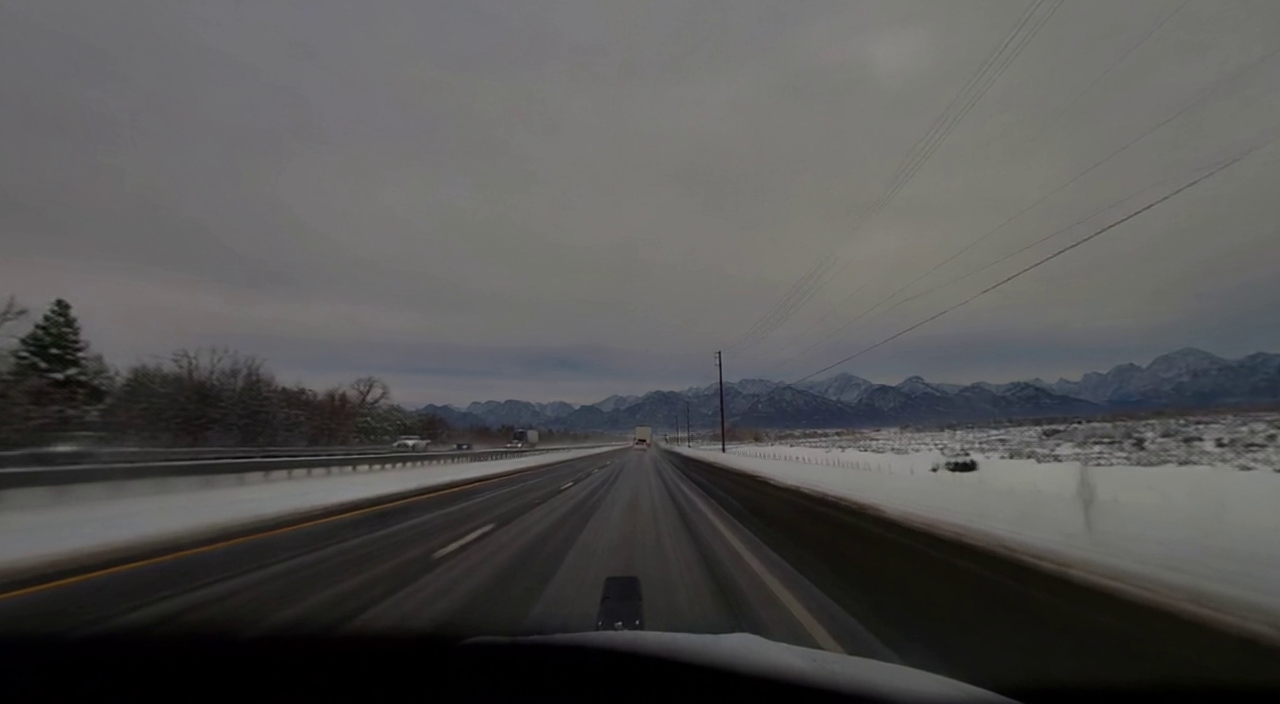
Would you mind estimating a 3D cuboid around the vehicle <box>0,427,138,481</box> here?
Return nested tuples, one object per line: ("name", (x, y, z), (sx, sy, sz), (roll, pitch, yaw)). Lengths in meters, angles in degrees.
("vehicle", (-20.945, 3.612, 22.529), (1.999, 1.691, 4.714), (0, -8, 1))
